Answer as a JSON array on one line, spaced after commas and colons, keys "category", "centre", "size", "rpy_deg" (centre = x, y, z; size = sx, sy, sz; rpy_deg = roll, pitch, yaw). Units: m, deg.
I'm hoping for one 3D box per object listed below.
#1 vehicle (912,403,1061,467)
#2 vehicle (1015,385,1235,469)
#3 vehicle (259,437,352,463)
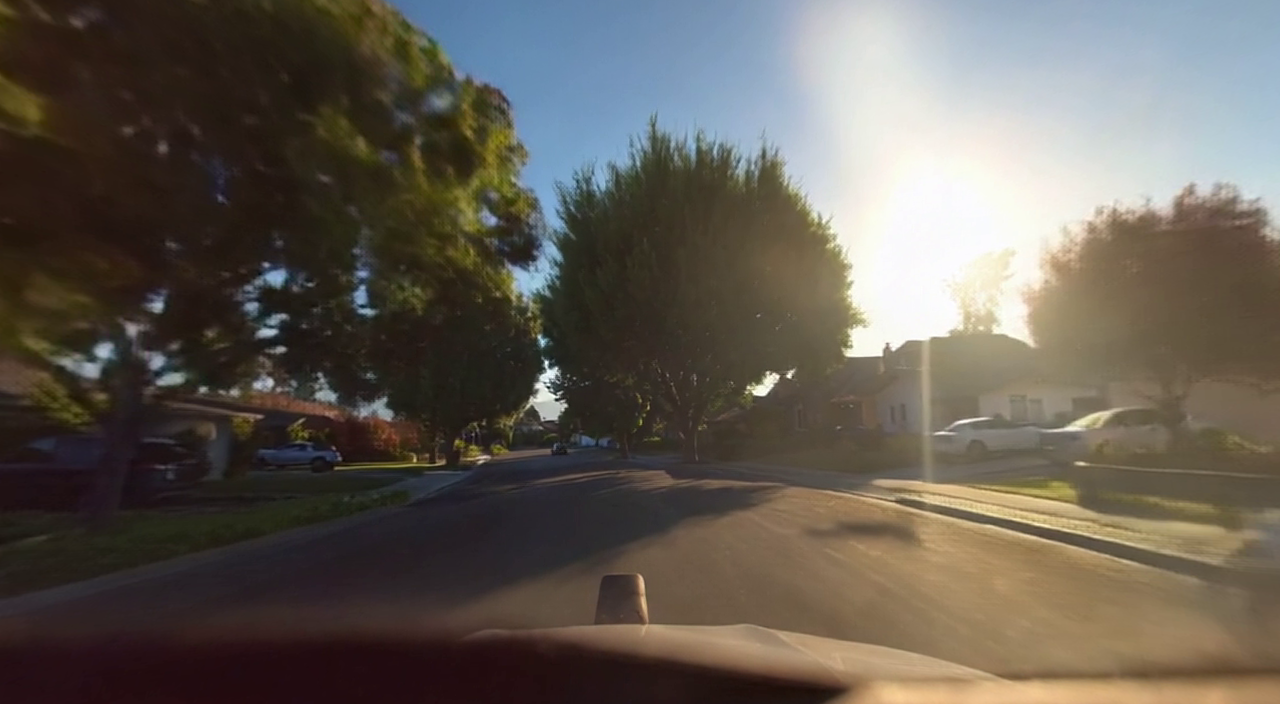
[{"category": "vehicle", "centre": [12.160, 2.909, 22.263], "size": [4.149, 1.596, 1.890], "rpy_deg": [-6, -7, -12]}, {"category": "vehicle", "centre": [12.954, 2.023, 17.054], "size": [4.421, 1.703, 1.927], "rpy_deg": [-5, -8, -7]}, {"category": "vehicle", "centre": [-20.703, 6.111, 39.307], "size": [4.654, 1.457, 1.986], "rpy_deg": [3, -10, -10]}]
